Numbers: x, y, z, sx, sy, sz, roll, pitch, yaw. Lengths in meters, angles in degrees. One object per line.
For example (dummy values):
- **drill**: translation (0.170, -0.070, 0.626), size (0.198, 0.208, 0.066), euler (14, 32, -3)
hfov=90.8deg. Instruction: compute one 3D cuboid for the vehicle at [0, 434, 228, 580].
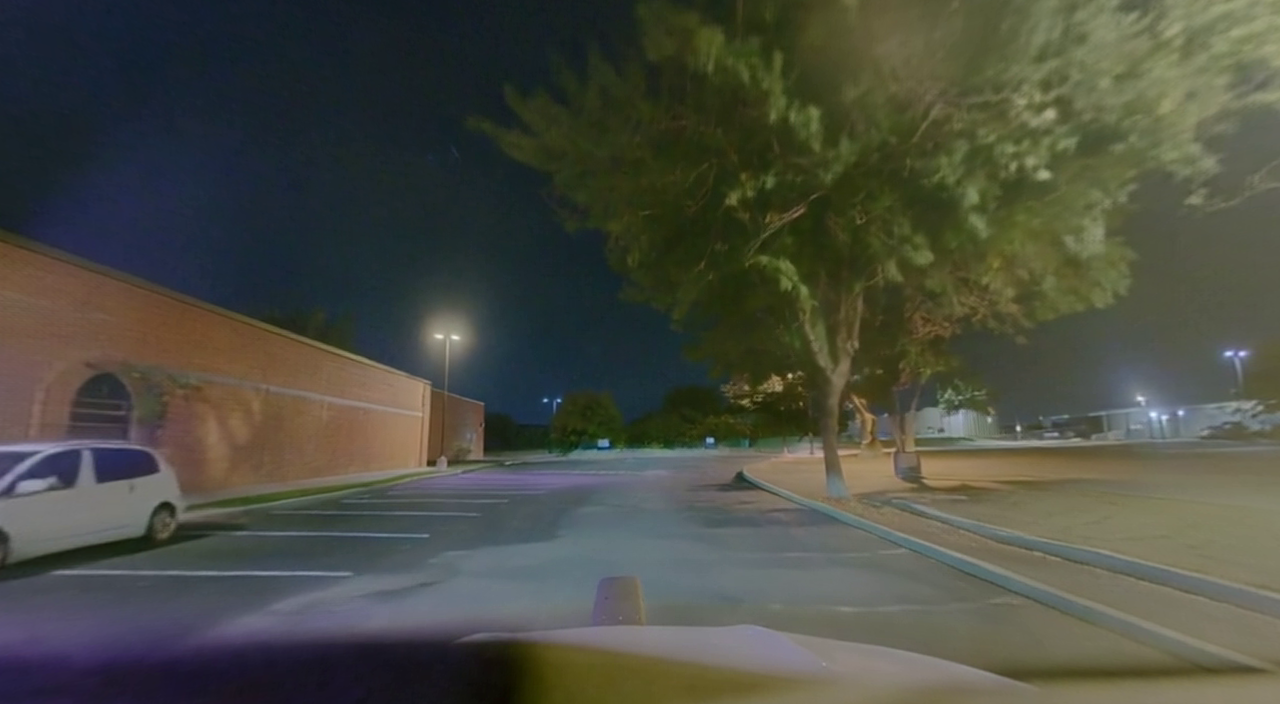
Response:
- **vehicle**: translation (-8.907, 2.124, 9.281), size (2.360, 1.741, 4.912), euler (0, -8, 0)
